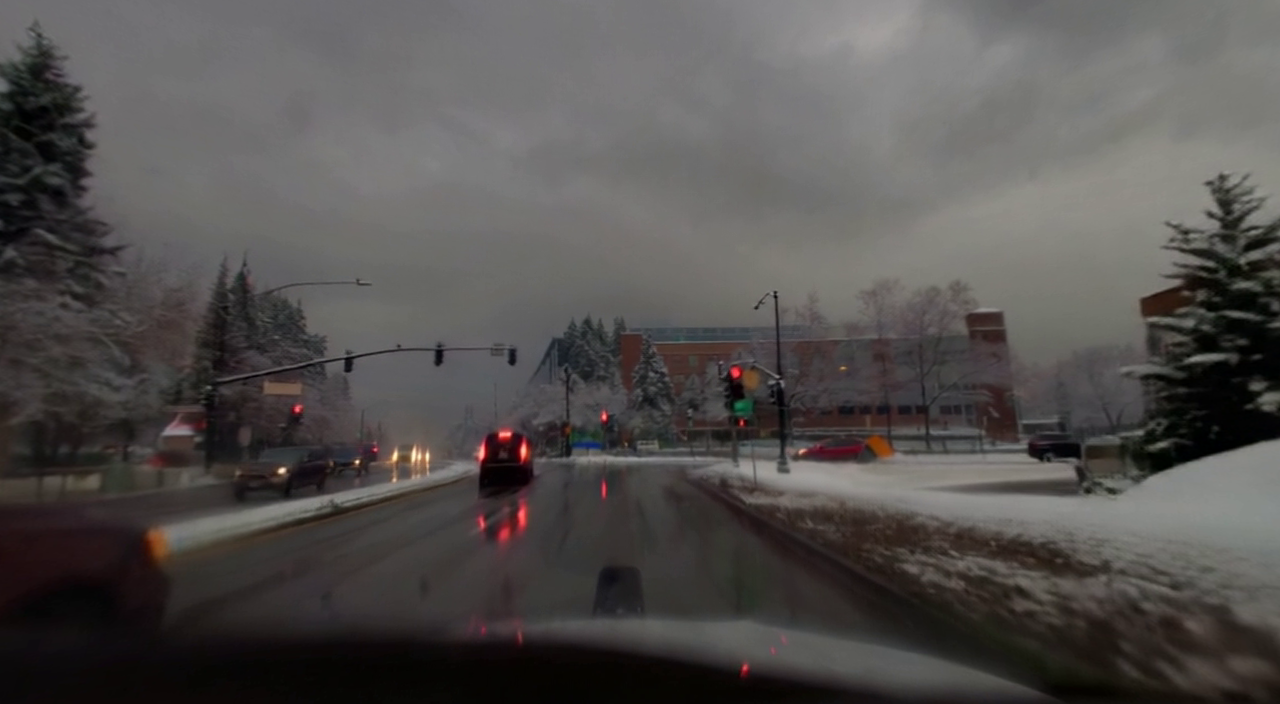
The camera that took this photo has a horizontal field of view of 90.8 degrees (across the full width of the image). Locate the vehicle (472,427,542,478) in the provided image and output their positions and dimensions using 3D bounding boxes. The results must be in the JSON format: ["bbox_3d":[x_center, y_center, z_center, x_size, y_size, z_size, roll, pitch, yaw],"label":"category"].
[{"bbox_3d":[-5.181,3.990,25.290,2.134,1.799,5.082,1,-9,-5],"label":"vehicle"}]

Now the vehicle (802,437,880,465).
[{"bbox_3d":[13.504,6.640,42.500,4.857,1.803,2.147,-3,-9,19],"label":"vehicle"}]

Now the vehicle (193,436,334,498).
[{"bbox_3d":[-11.161,3.414,19.138,1.925,1.631,4.250,1,-9,-5],"label":"vehicle"}]

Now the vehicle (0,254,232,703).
[{"bbox_3d":[-3.484,0.345,0.477,2.509,1.885,5.831,0,-9,-1],"label":"vehicle"}]

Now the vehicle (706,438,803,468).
[{"bbox_3d":[6.787,5.968,37.441,5.257,1.627,2.161,-4,-9,23],"label":"vehicle"}]

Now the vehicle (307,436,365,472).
[{"bbox_3d":[-20.482,6.881,42.847,2.555,2.199,5.958,2,-9,-17],"label":"vehicle"}]
